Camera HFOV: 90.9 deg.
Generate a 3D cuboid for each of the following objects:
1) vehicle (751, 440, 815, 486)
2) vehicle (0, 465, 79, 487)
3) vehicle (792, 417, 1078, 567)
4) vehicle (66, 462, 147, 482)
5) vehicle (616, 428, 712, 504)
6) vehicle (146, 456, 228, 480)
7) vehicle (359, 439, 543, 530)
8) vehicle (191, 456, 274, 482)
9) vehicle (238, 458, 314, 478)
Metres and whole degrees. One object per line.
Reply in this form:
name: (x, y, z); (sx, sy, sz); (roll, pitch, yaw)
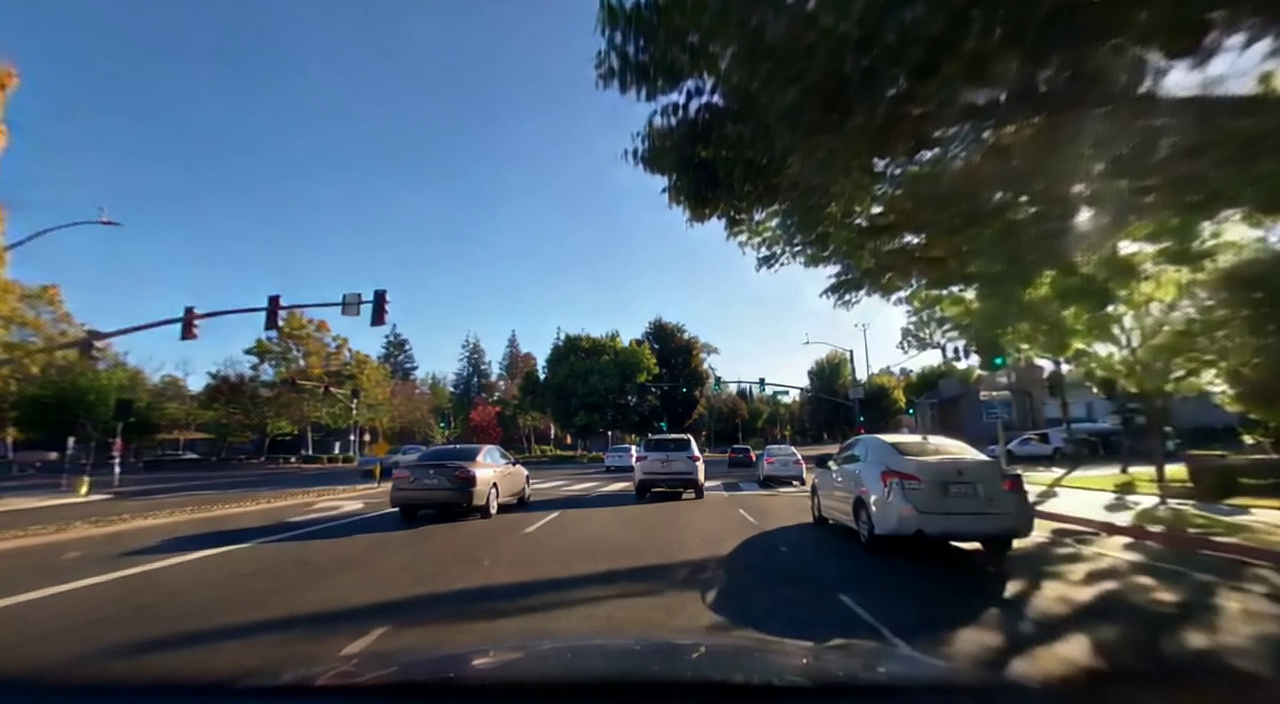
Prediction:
vehicle: (5.173, 4.039, 23.189); (1.859, 1.540, 3.454); (-1, -9, 6)
vehicle: (-44.092, 8.936, 45.559); (4.725, 1.457, 2.041); (1, -9, -9)
vehicle: (3.814, 1.900, 9.339); (2.106, 1.636, 4.655); (-1, -9, 2)
vehicle: (-41.640, 9.364, 49.267); (4.634, 1.452, 1.888); (0, -9, 1)
vehicle: (0.749, 3.041, 17.221); (2.250, 1.768, 4.574); (-1, -9, 5)
vehicle: (-34.825, 8.937, 48.520); (4.741, 1.751, 2.214); (-2, -9, 8)
vehicle: (-3.445, 2.513, 12.612); (2.006, 1.464, 4.586); (-1, -9, 4)
vehicle: (-28.557, 8.183, 44.218); (4.711, 1.661, 1.990); (-2, -9, 12)
vehicle: (-27.214, 8.671, 47.161); (4.647, 1.427, 2.065); (-2, -9, 13)
